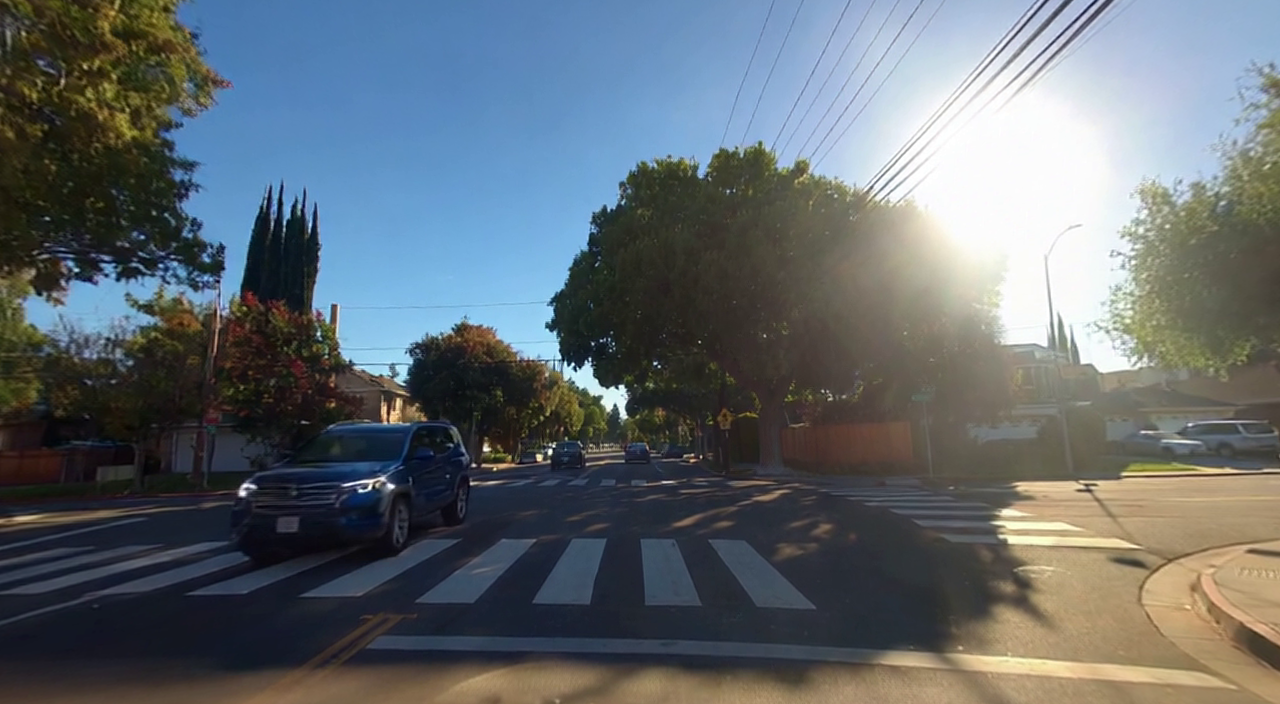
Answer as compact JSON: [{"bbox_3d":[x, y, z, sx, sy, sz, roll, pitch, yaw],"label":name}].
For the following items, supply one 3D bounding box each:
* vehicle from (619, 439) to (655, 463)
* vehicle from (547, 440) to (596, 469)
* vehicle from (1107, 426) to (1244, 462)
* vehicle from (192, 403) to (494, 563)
[{"bbox_3d":[-0.216,6.463,41.364,2.209,1.501,4.208,0,-8,-1],"label":"vehicle"},{"bbox_3d":[-3.607,5.491,34.019,2.102,1.463,4.024,0,-8,1],"label":"vehicle"},{"bbox_3d":[23.416,4.056,27.912,1.841,1.448,4.688,0,-8,-1],"label":"vehicle"},{"bbox_3d":[-3.849,1.798,9.406,2.330,1.768,4.553,0,-8,-1],"label":"vehicle"}]
